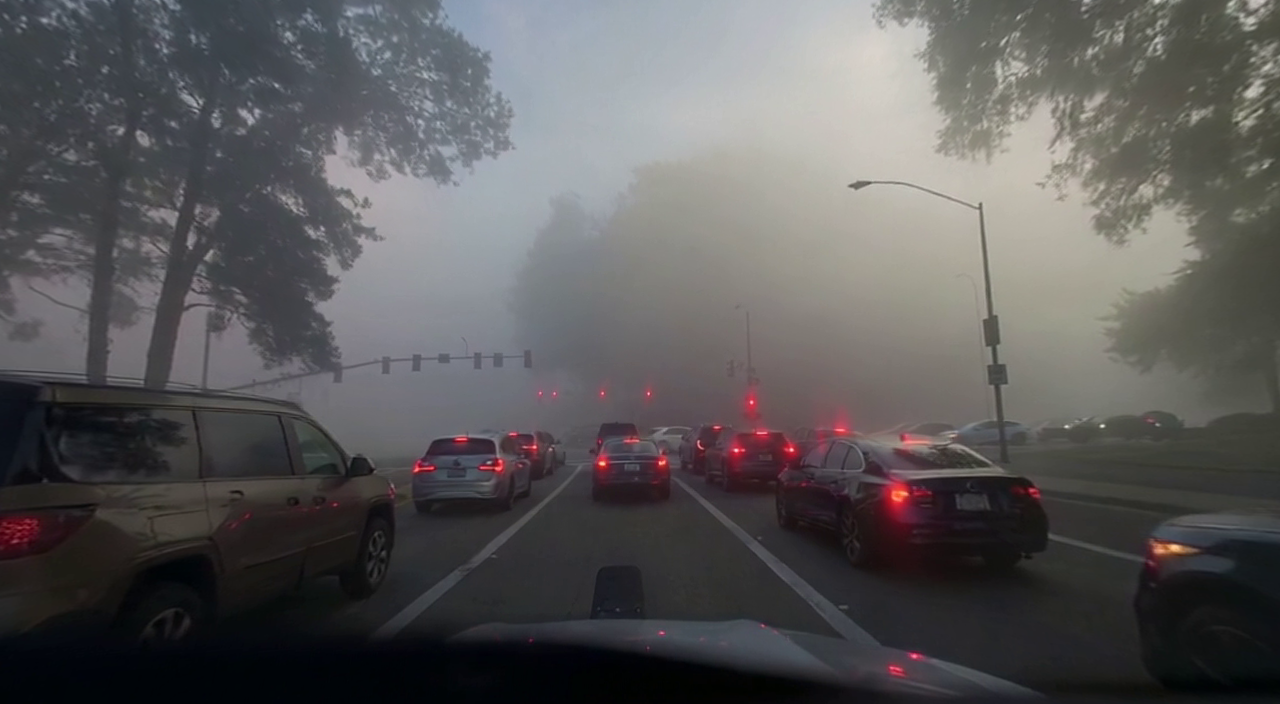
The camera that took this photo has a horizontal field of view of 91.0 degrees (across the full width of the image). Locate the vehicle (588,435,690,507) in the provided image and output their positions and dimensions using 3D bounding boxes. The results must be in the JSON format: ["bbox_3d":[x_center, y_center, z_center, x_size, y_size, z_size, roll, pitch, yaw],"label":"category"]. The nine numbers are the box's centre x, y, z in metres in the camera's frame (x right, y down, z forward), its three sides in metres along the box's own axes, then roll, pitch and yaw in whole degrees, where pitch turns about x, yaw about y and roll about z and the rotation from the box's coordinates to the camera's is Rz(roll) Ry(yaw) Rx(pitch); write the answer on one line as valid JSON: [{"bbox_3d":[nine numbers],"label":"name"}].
[{"bbox_3d":[-0.093,2.698,14.756,2.076,1.438,3.770,0,-8,-2],"label":"vehicle"}]

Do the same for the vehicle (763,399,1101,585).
[{"bbox_3d":[3.125,1.603,8.042,2.074,1.685,4.387,0,-8,-2],"label":"vehicle"}]

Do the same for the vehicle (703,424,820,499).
[{"bbox_3d":[2.961,2.786,16.356,2.106,1.667,4.101,0,-8,-2],"label":"vehicle"}]

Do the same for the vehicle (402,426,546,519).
[{"bbox_3d":[-3.140,2.368,12.908,1.896,1.546,4.378,0,-8,-2],"label":"vehicle"}]

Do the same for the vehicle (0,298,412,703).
[{"bbox_3d":[-3.246,0.961,3.833,2.079,1.756,4.676,0,-8,-2],"label":"vehicle"}]

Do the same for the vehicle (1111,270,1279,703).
[{"bbox_3d":[3.339,0.383,0.454,2.111,1.839,4.857,0,-8,-1],"label":"vehicle"}]
